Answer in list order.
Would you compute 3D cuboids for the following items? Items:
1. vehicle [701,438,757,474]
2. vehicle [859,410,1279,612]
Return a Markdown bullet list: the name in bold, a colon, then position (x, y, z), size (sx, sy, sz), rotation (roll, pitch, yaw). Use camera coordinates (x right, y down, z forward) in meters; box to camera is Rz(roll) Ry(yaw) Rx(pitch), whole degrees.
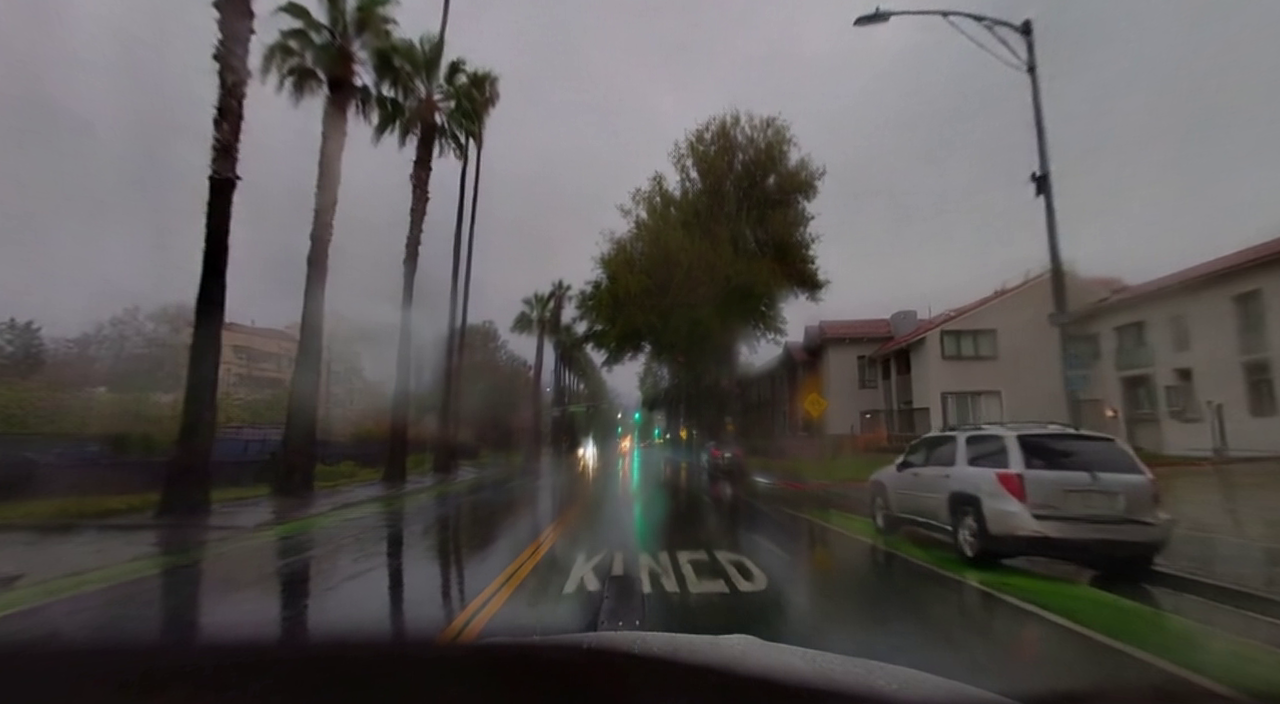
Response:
- **vehicle**: position (4.316, 5.104, 31.315), size (1.997, 1.640, 4.494), rotation (0, -8, -1)
- **vehicle**: position (4.750, 1.741, 7.981), size (2.144, 1.720, 4.794), rotation (0, -8, -1)
